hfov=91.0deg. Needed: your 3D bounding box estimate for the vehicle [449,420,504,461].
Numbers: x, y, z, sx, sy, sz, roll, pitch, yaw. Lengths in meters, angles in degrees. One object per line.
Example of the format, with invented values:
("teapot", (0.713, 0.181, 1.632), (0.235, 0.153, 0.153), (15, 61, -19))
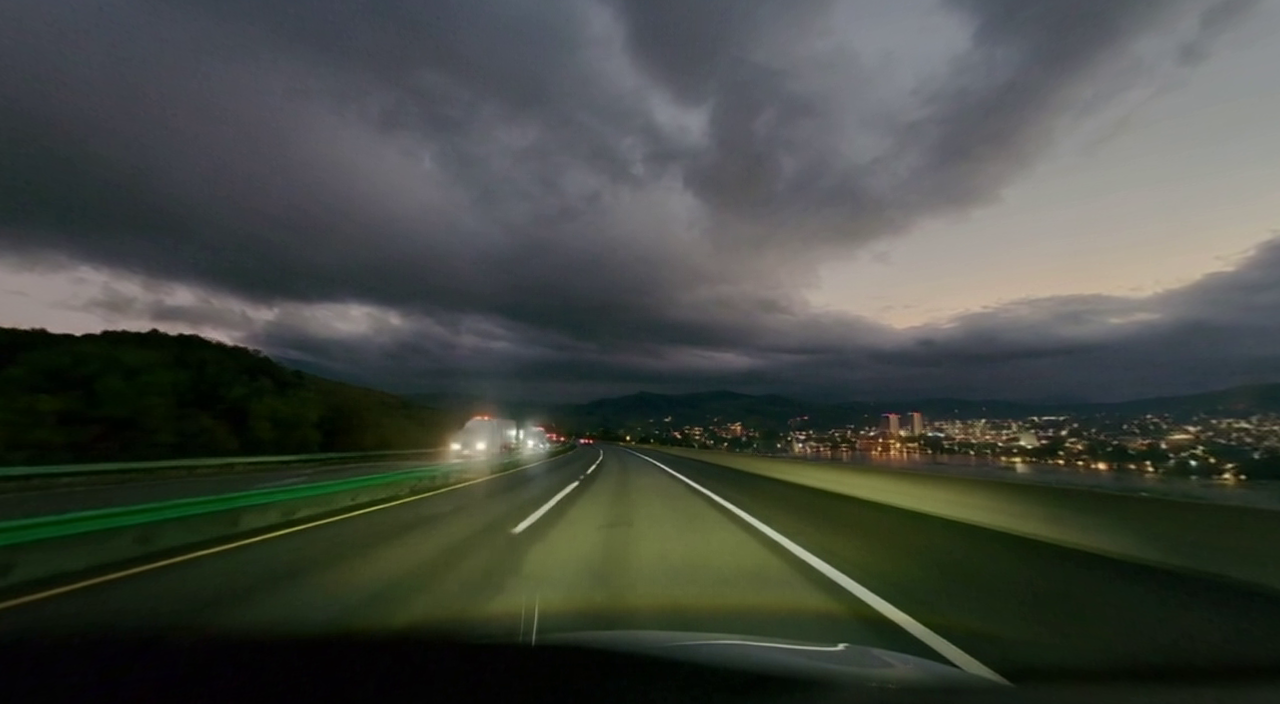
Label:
("vehicle", (-12.060, 6.585, 46.984), (2.498, 2.794, 6.249), (-1, -8, 0))
